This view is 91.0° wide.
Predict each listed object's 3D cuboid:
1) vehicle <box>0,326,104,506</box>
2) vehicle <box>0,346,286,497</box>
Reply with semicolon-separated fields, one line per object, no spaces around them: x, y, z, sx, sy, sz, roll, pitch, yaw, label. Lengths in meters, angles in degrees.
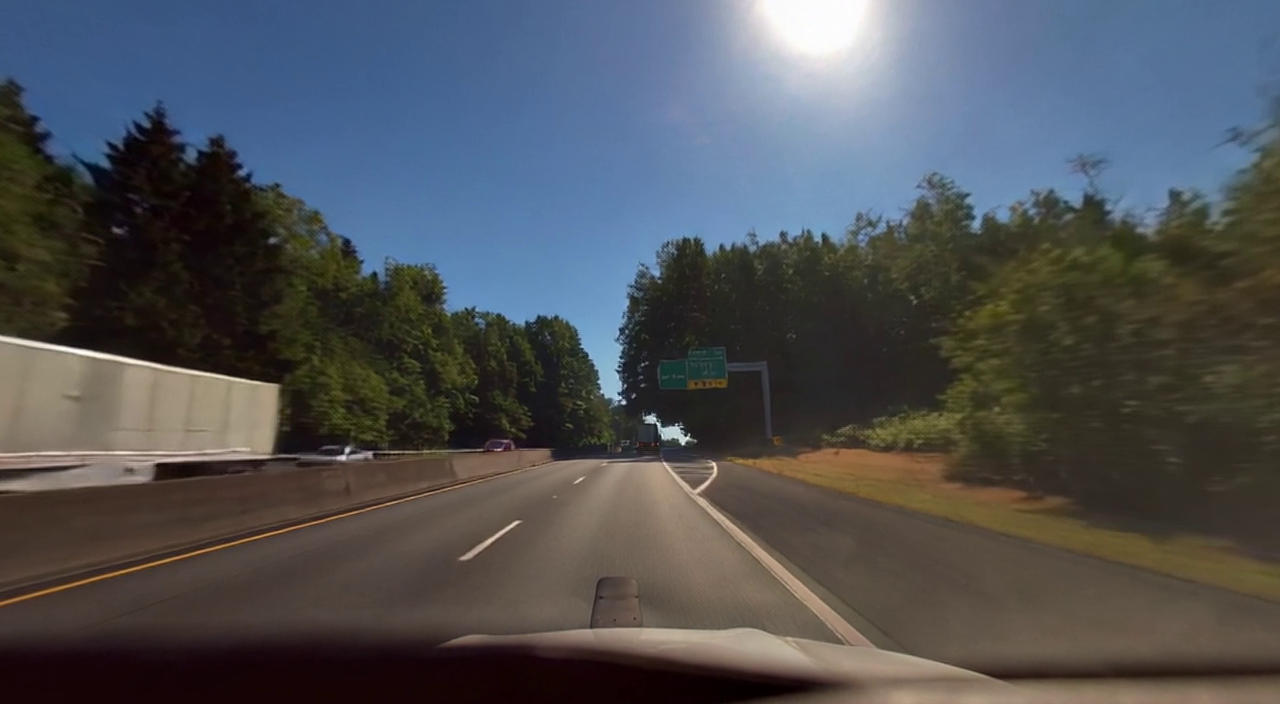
-15.318;1.029;11.089;2.921;3.864;9.988;0;-8;0;vehicle
-15.380;2.365;20.574;2.832;3.910;8.114;-1;-8;0;vehicle
